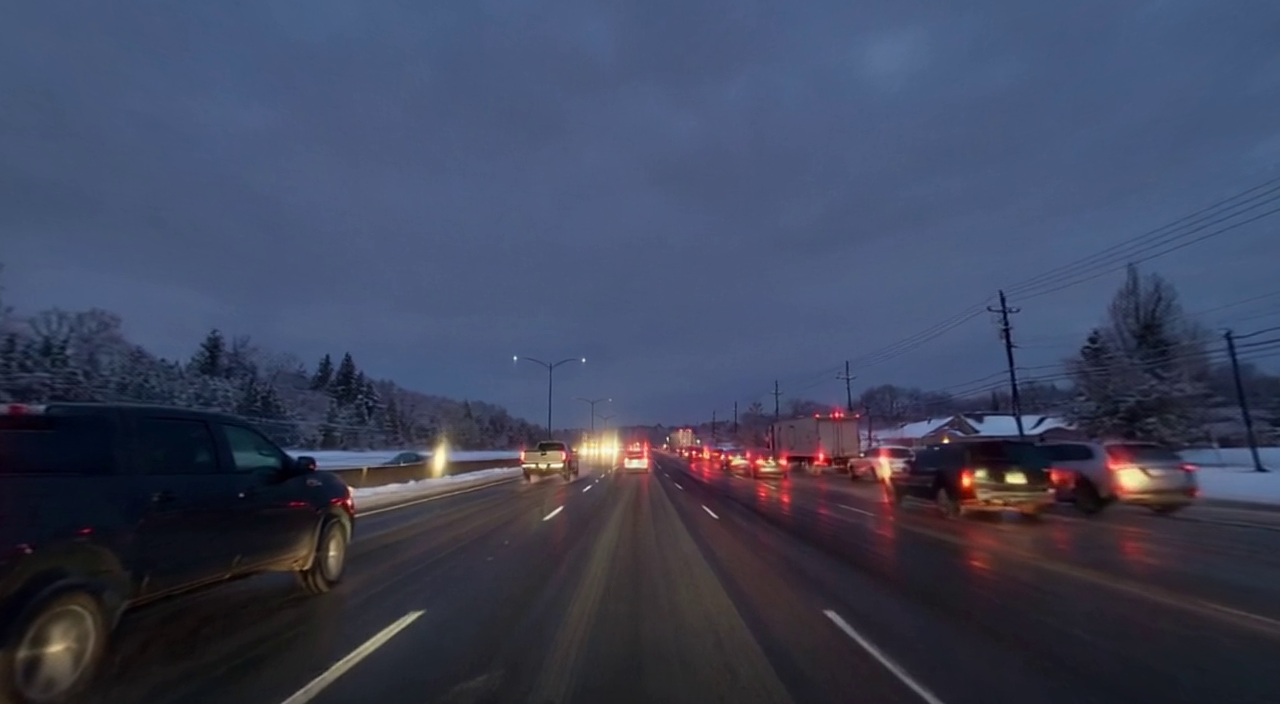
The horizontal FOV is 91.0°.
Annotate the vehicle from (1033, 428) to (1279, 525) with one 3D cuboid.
[{"bbox_3d":[10.884,2.584,13.620,1.975,1.720,4.285,0,-9,0],"label":"vehicle"}]

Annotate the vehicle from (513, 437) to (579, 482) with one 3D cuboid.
[{"bbox_3d":[-4.047,4.725,28.006,2.147,1.825,4.602,0,-9,1],"label":"vehicle"}]

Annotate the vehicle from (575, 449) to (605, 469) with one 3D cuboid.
[{"bbox_3d":[-3.902,8.437,49.794,1.984,1.406,4.030,0,-9,1],"label":"vehicle"}]

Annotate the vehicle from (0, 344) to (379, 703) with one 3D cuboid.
[{"bbox_3d":[-3.453,0.982,3.397,2.127,1.705,4.374,0,-9,1],"label":"vehicle"}]

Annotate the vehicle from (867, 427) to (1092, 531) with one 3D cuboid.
[{"bbox_3d":[6.312,2.392,12.425,2.058,1.667,4.209,0,-9,0],"label":"vehicle"}]

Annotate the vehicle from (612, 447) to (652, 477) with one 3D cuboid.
[{"bbox_3d":[-0.420,5.941,34.422,2.060,1.508,4.308,0,-9,0],"label":"vehicle"}]

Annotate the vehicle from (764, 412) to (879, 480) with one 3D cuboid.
[{"bbox_3d":[10.408,5.670,38.014,3.442,3.405,11.948,0,-9,0],"label":"vehicle"}]

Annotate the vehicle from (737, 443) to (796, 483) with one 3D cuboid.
[{"bbox_3d":[5.470,4.832,27.717,1.956,1.576,4.211,0,-9,3],"label":"vehicle"}]
